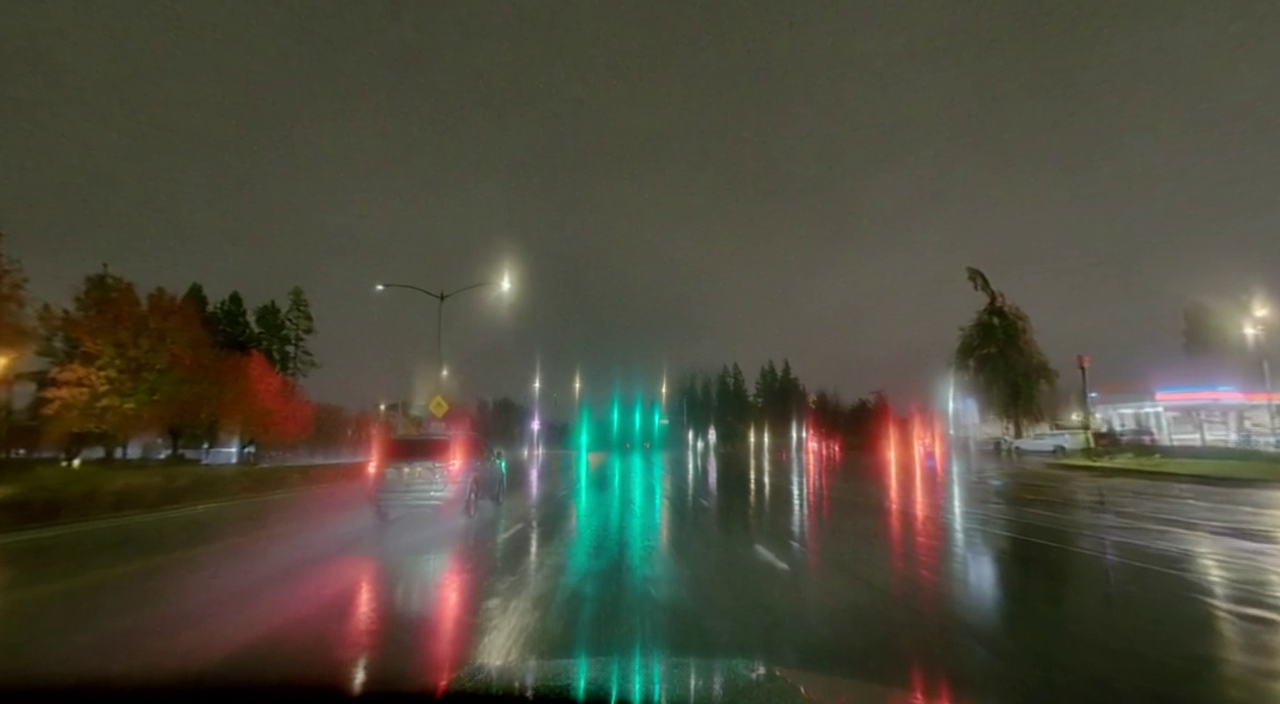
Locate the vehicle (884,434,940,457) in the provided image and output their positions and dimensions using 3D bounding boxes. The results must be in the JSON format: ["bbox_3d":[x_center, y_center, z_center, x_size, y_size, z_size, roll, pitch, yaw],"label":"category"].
[{"bbox_3d":[18.255,6.291,42.430,1.831,1.442,5.072,-1,-9,4],"label":"vehicle"}]

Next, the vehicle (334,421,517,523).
[{"bbox_3d":[-3.986,2.323,12.716,2.039,1.656,4.710,0,-8,0],"label":"vehicle"}]
